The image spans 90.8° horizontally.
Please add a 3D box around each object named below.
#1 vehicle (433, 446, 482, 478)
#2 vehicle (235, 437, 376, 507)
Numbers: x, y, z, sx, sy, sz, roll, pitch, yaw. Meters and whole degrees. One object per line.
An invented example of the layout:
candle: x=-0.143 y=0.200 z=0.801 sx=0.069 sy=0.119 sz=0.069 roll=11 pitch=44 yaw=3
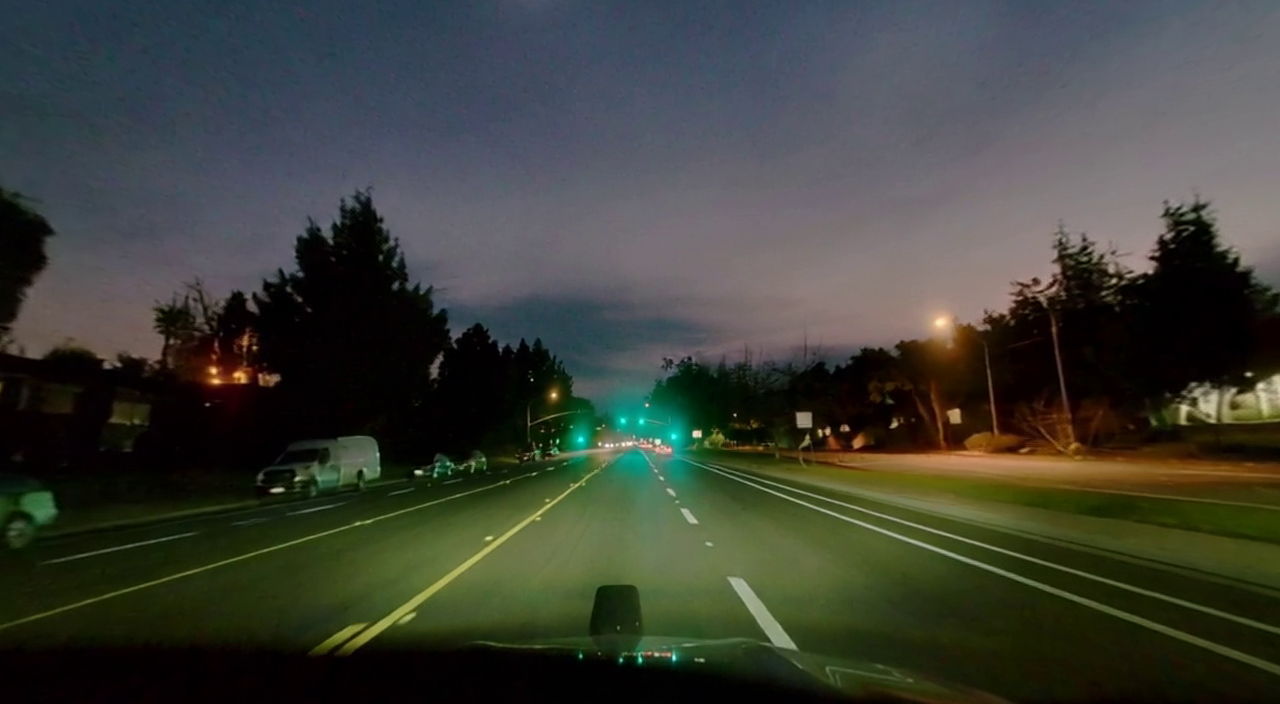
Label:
vehicle: x=-12.412 y=7.514 z=43.293 sx=2.107 sy=1.950 sz=4.529 roll=-2 pitch=-9 yaw=0
vehicle: x=-12.334 y=4.439 z=23.905 sx=2.630 sy=2.286 sz=5.309 roll=-1 pitch=-9 yaw=-3
